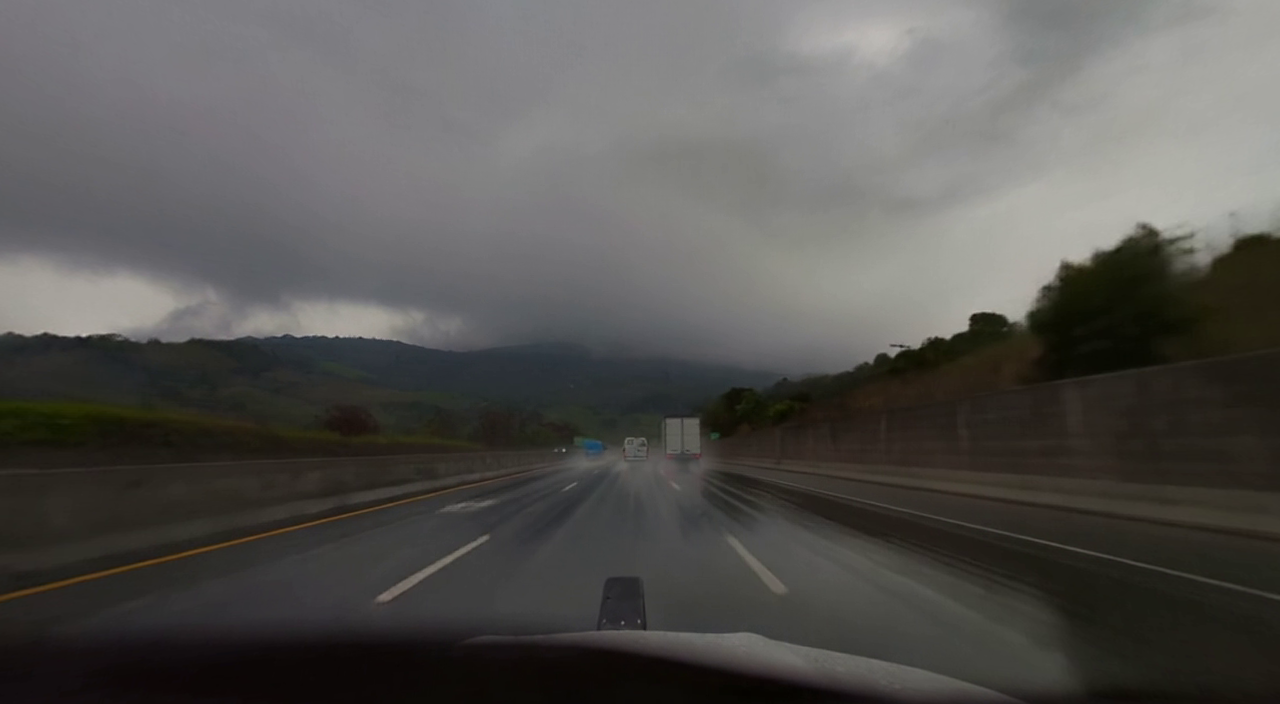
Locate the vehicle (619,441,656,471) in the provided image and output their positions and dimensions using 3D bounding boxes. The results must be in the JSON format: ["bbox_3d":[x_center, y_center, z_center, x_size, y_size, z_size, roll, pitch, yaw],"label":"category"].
[{"bbox_3d":[-0.167,6.437,39.196,2.166,1.747,4.299,0,-9,0],"label":"vehicle"}]
